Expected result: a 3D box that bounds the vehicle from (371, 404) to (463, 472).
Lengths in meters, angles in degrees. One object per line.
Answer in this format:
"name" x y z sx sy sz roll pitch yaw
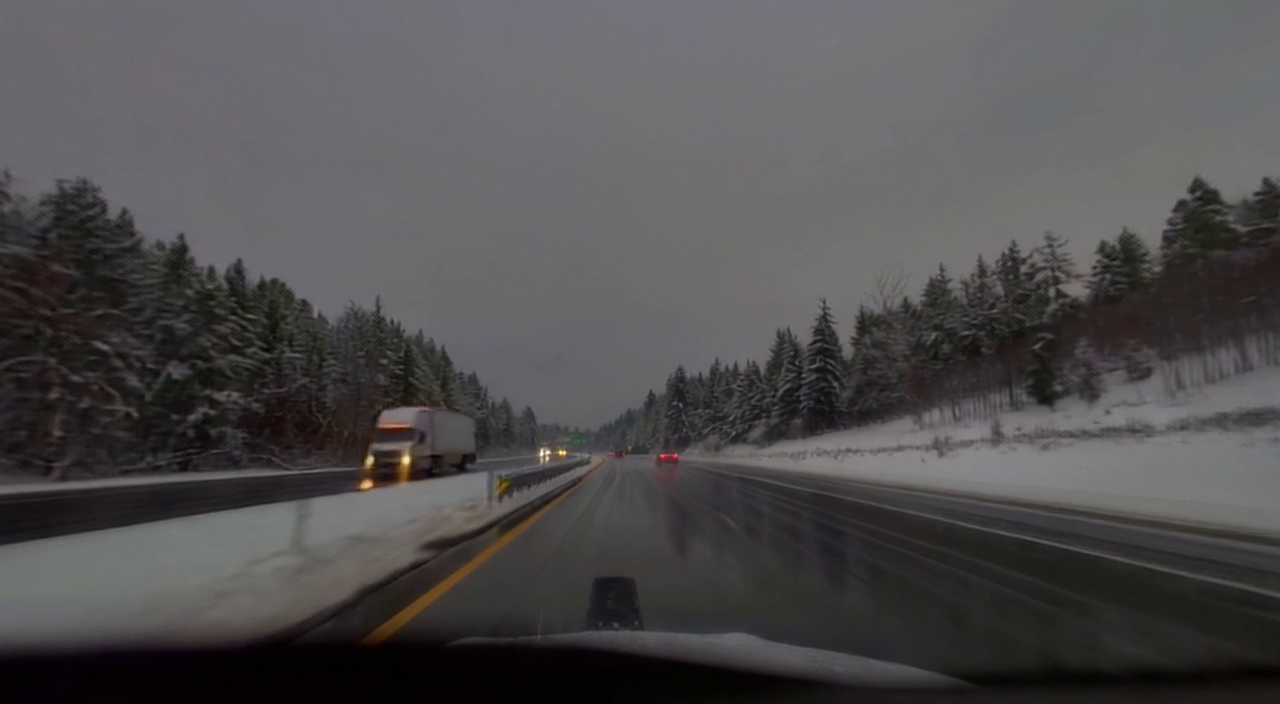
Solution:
"vehicle" -13.787 5.513 39.929 2.763 3.848 8.560 0 -9 -1
